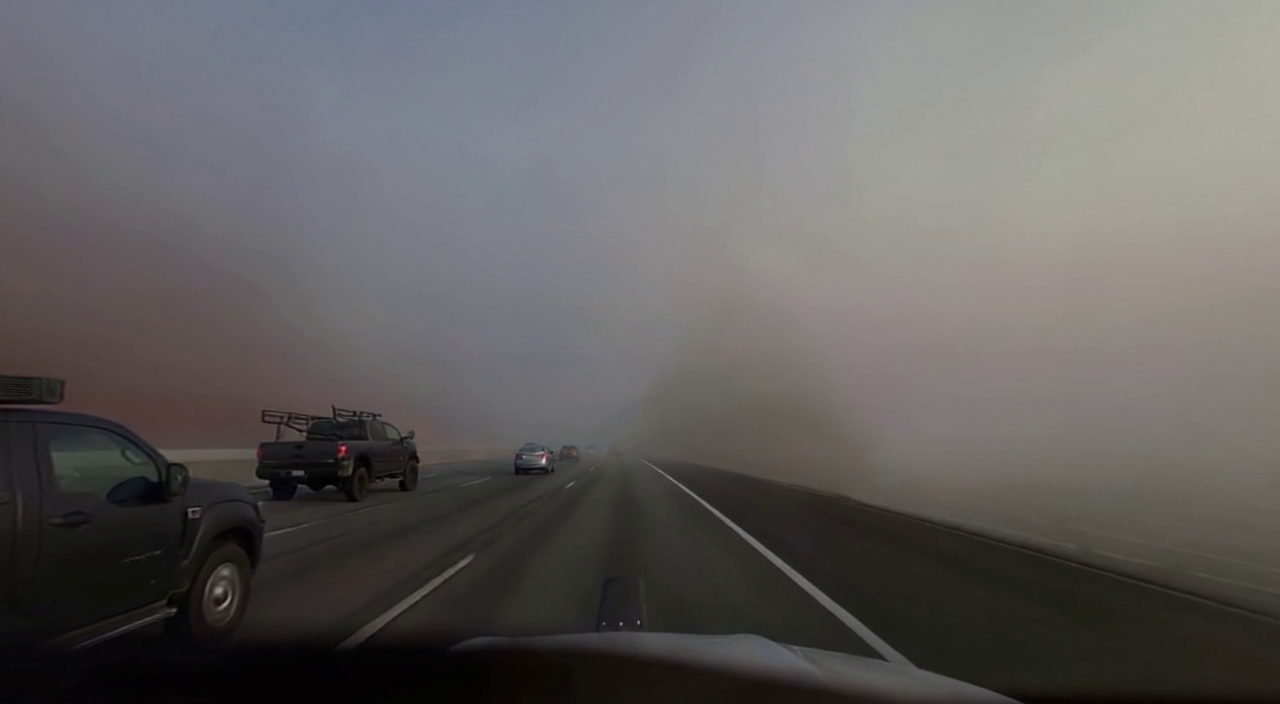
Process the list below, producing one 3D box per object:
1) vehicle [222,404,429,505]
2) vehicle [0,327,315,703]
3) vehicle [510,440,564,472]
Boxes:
[{"bbox_3d":[-8.068,2.749,17.178,2.594,2.254,6.028,0,-9,-1],"label":"vehicle"},{"bbox_3d":[-3.899,0.804,2.755,2.200,1.807,5.041,0,-9,1],"label":"vehicle"},{"bbox_3d":[-5.141,5.251,31.948,2.012,1.509,4.359,0,-9,0],"label":"vehicle"}]
